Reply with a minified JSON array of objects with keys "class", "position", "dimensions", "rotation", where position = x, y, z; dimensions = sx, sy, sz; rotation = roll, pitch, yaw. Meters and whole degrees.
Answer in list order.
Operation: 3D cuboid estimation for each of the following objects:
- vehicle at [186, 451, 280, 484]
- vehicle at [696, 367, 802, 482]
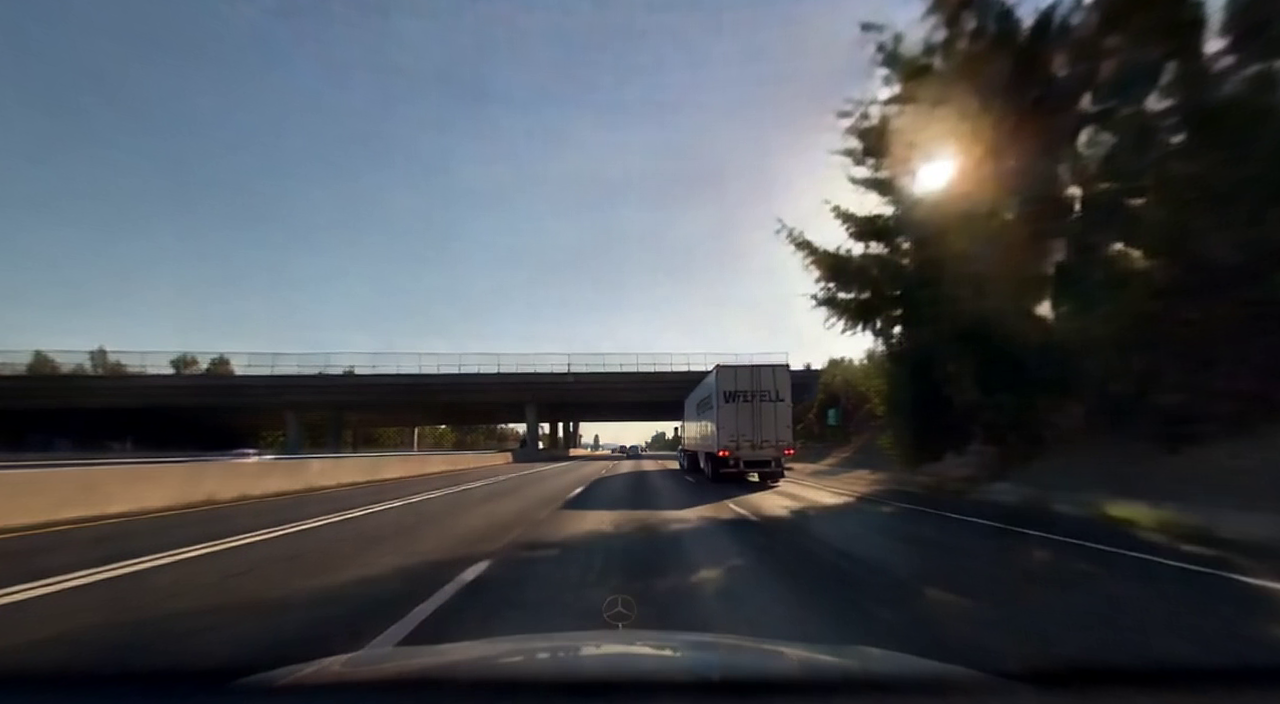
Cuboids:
[{"class":"vehicle","position":[-19.176,5.441,29.762],"dimensions":[1.800,1.453,3.931],"rotation":[0,-9,1]},{"class":"vehicle","position":[4.221,3.207,26.482],"dimensions":[2.869,4.013,8.610],"rotation":[0,-9,0]}]
